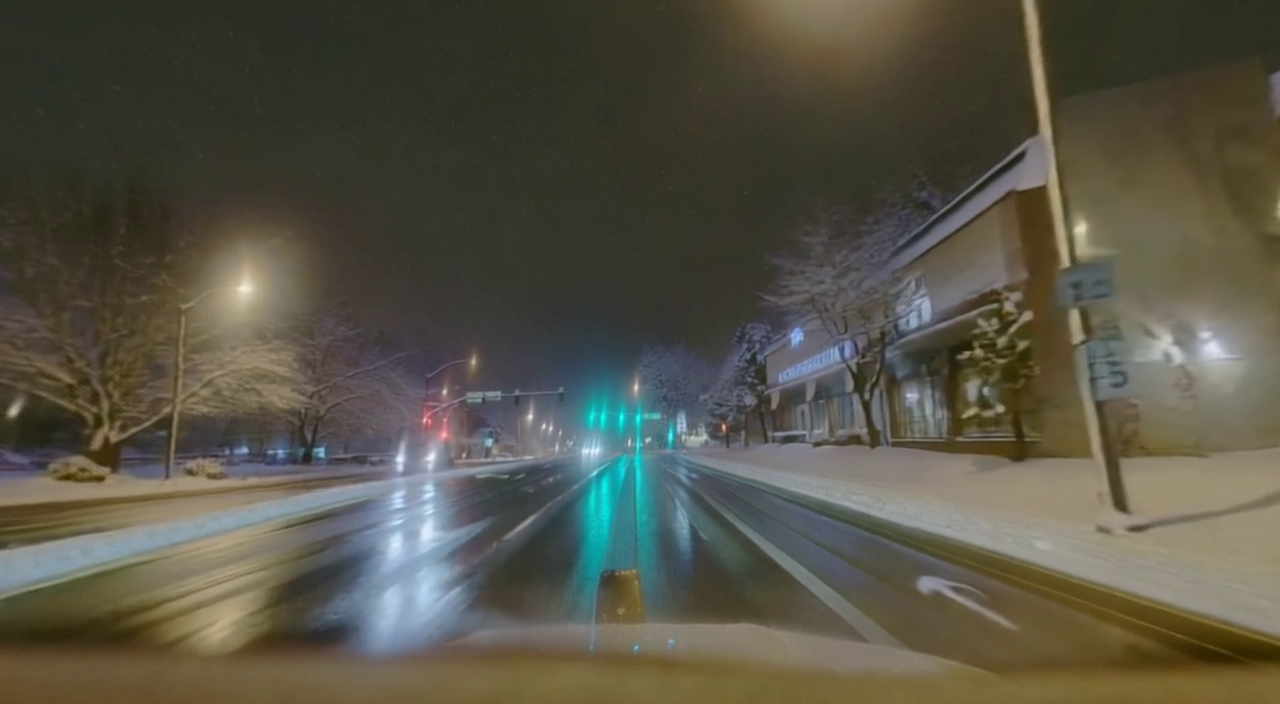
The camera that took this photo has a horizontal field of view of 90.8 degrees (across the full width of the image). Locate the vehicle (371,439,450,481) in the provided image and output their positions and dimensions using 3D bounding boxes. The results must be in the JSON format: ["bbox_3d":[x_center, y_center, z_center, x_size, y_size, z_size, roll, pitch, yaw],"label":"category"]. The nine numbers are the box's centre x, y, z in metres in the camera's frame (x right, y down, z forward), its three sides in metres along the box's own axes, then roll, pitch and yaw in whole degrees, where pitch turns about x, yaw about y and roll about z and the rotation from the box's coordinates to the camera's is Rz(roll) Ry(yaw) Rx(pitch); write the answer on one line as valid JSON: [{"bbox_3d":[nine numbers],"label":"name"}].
[{"bbox_3d":[-10.415,4.917,29.011,2.026,1.577,4.334,-4,-9,-1],"label":"vehicle"}]
